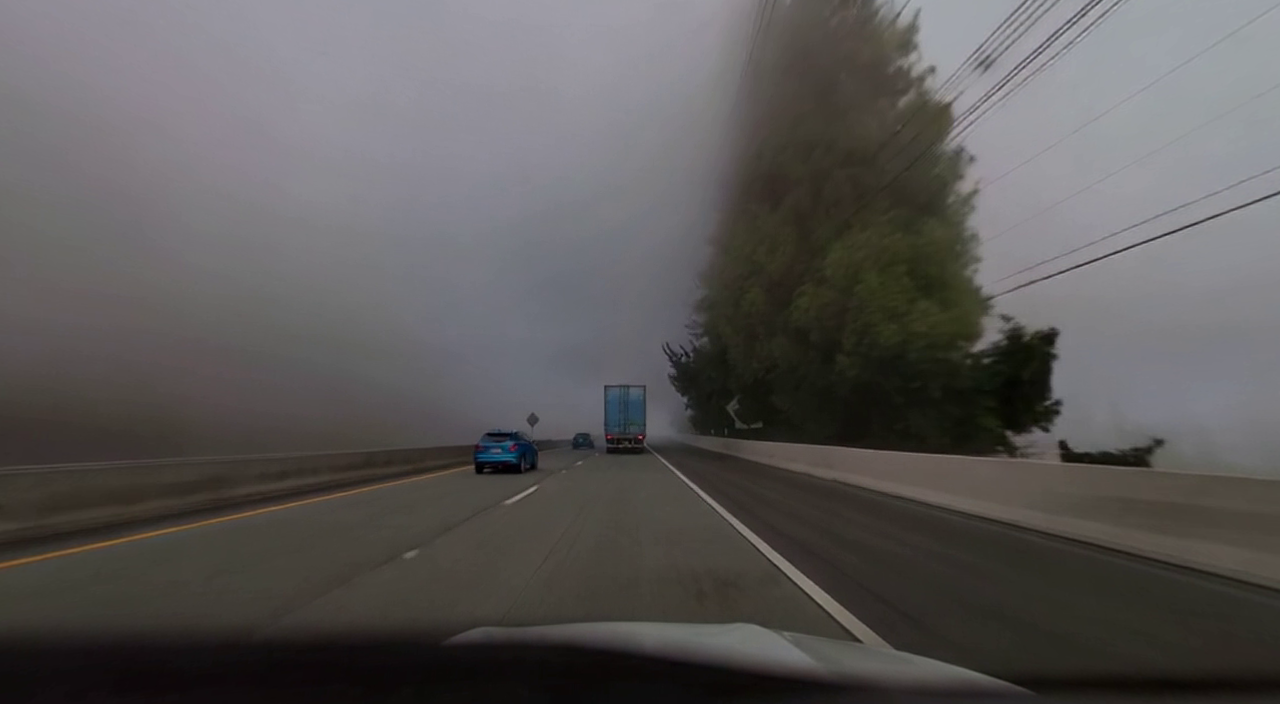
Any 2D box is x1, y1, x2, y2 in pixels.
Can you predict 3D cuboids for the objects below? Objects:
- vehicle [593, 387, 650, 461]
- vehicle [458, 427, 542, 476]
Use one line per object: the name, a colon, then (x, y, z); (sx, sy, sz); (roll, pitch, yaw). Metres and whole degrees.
vehicle: (-1.105, 4.428, 37.988); (2.955, 3.851, 9.915); (0, -8, -2)
vehicle: (-5.047, 3.646, 23.394); (2.117, 1.618, 4.480); (0, -8, 0)
